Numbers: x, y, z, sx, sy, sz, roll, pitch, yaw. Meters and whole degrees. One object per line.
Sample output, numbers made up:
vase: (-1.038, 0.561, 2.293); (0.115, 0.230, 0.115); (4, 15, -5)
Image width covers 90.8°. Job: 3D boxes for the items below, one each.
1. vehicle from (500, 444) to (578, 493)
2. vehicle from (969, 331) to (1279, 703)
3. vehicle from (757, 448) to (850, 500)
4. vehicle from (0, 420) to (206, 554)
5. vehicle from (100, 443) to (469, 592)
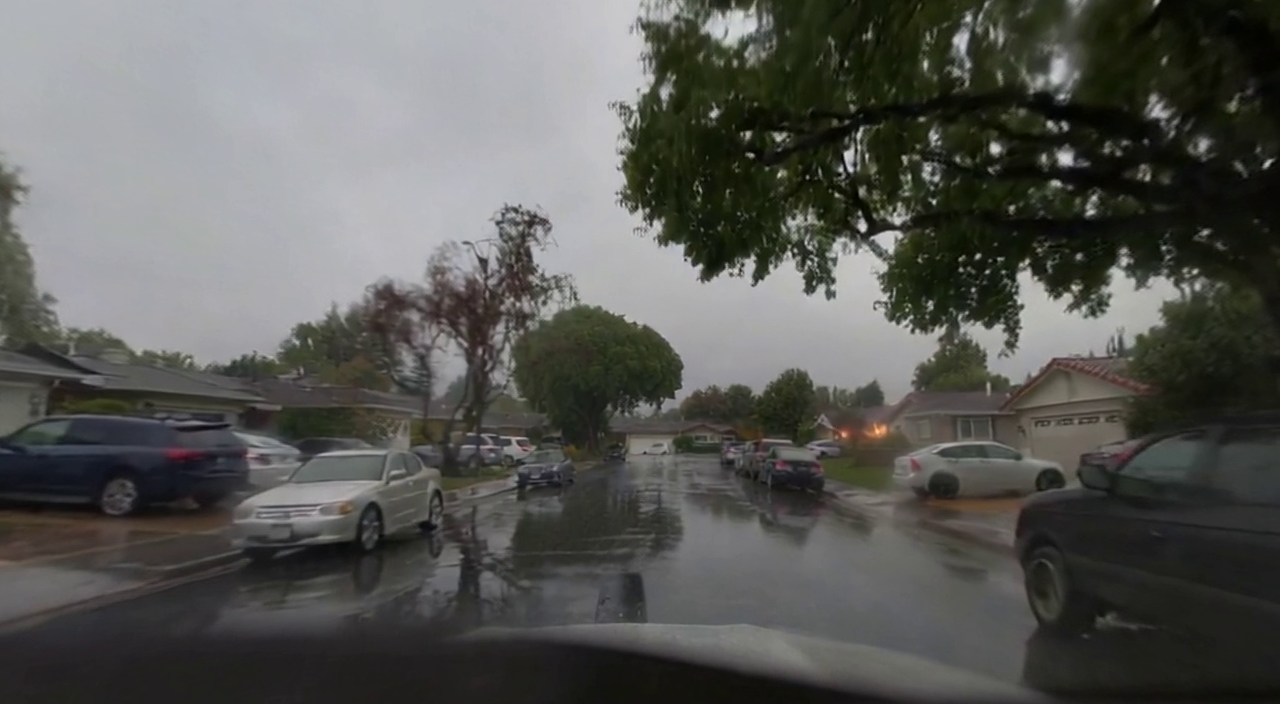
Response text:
vehicle: (-3.591, 4.205, 23.214); (1.943, 1.602, 4.172); (-1, -8, 3)
vehicle: (3.978, 0.920, 3.318); (2.075, 1.882, 4.749); (0, -8, 2)
vehicle: (5.273, 3.986, 21.129); (2.042, 1.456, 4.903); (-1, -8, 3)
vehicle: (-8.837, 1.737, 8.469); (4.642, 1.516, 1.995); (-1, -9, 5)
vehicle: (-4.238, 2.004, 8.732); (2.189, 1.421, 4.659); (-1, -8, 4)
